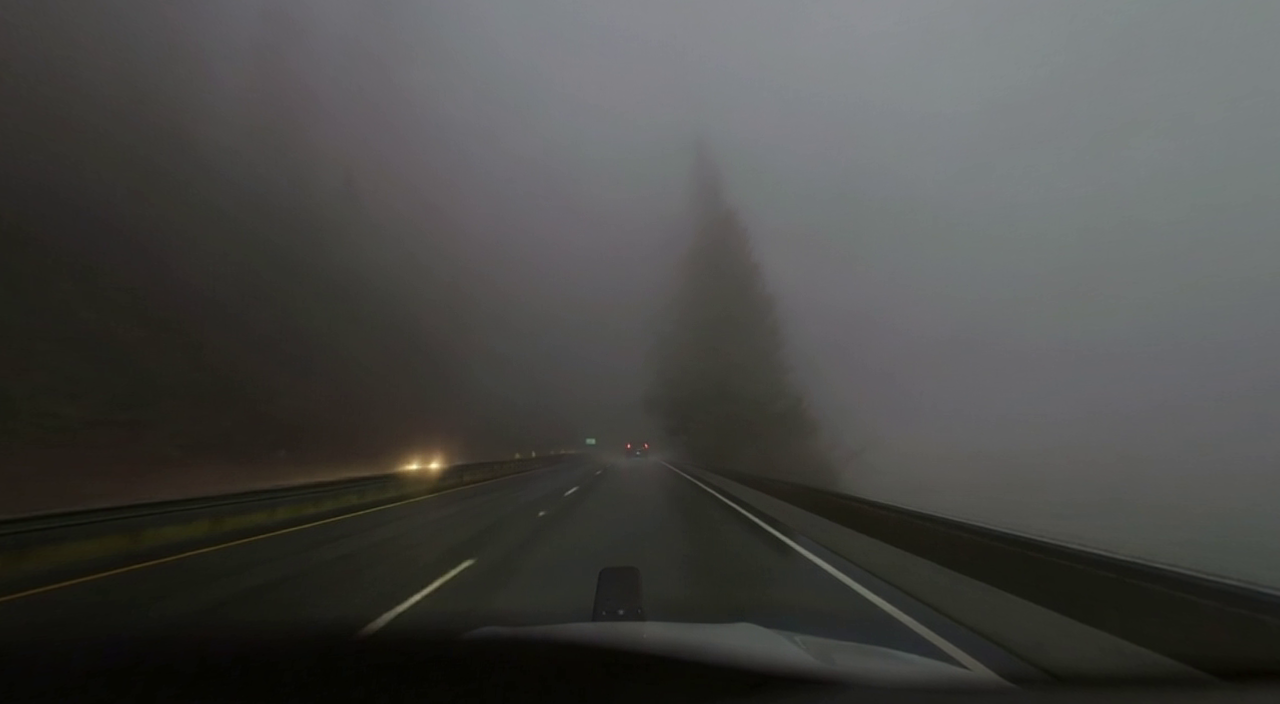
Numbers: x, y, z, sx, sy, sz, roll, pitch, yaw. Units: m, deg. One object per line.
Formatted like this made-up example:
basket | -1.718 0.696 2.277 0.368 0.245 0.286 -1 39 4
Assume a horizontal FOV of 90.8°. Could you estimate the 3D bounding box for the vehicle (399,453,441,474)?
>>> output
vehicle | -16.547 8.386 47.616 1.770 1.413 3.842 0 -9 0
